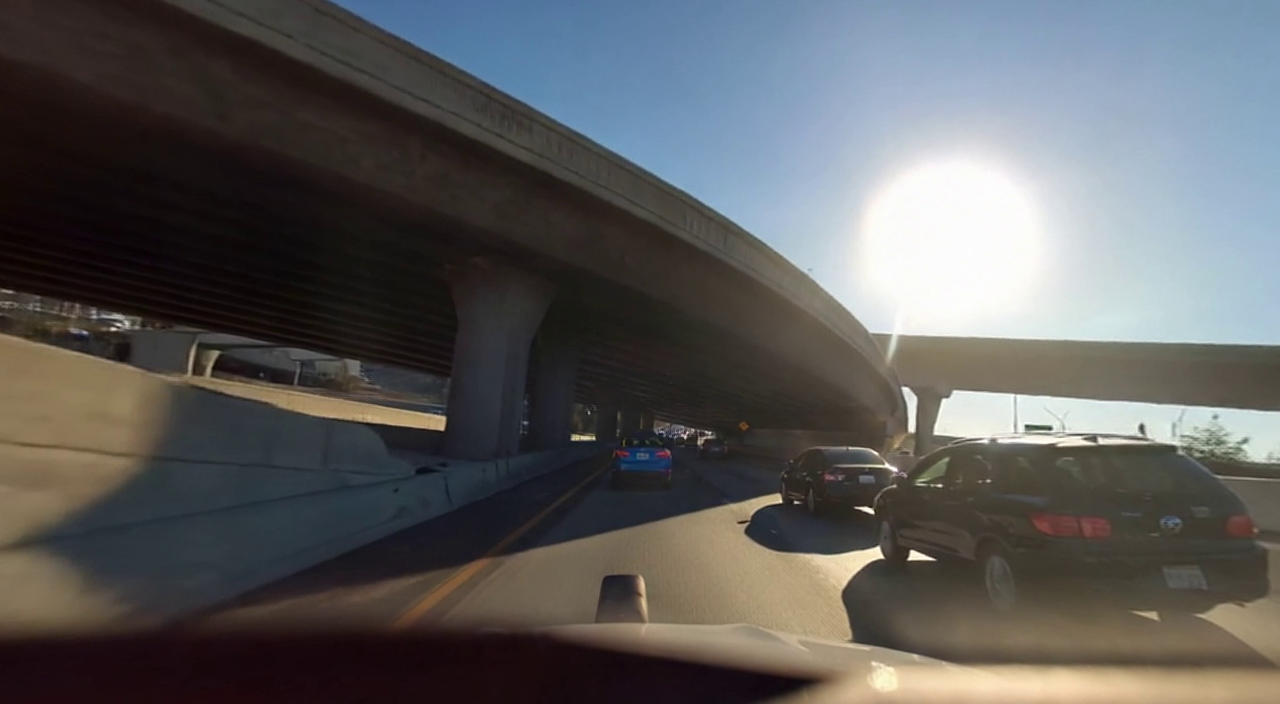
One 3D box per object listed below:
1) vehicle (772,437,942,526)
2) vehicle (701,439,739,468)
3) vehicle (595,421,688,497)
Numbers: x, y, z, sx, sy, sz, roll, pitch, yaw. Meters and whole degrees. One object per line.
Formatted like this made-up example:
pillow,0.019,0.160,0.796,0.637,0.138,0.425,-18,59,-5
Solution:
vehicle,4.120,2.510,12.787,2.047,1.500,4.017,0,-9,0
vehicle,5.024,6.412,40.014,2.047,1.700,4.069,0,-9,3
vehicle,0.092,2.944,17.645,2.264,1.841,4.583,0,-9,1
